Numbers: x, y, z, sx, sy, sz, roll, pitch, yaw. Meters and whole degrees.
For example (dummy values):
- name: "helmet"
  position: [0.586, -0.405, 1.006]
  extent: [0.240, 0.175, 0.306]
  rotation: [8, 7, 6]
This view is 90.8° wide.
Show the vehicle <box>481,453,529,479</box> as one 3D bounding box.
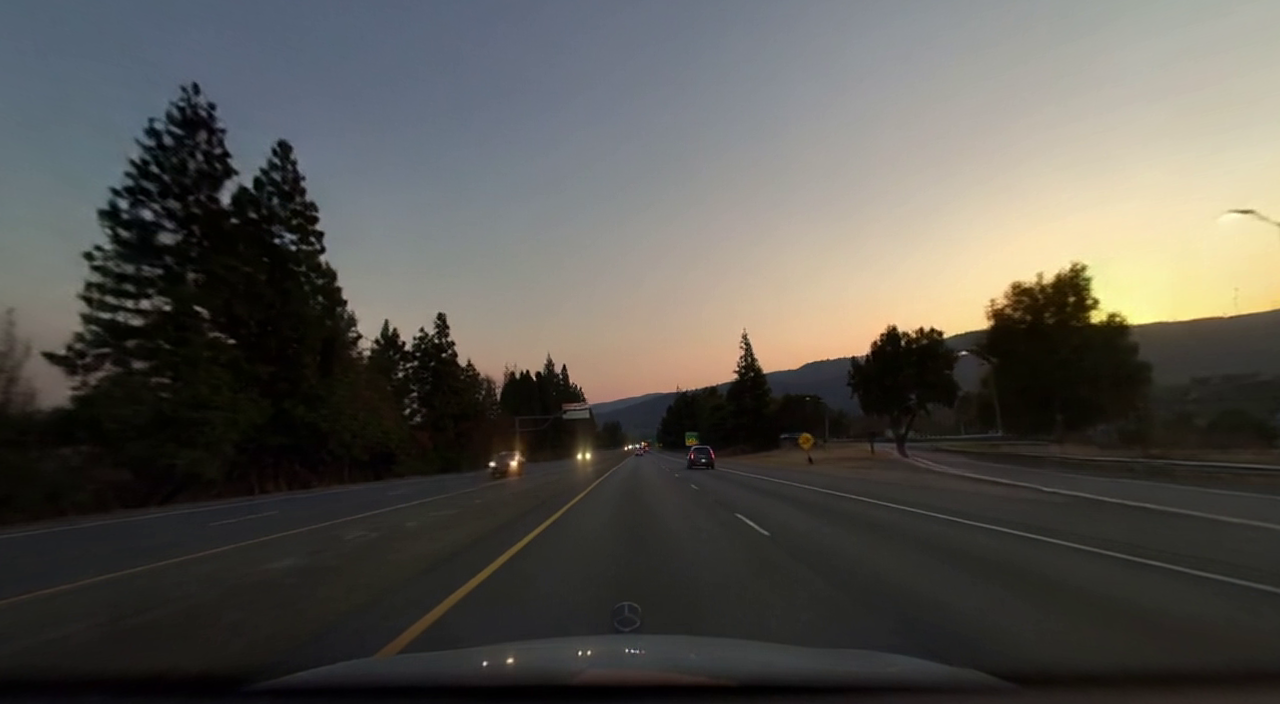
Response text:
- name: "vehicle"
  position: [-8.623, 7.297, 40.614]
  extent: [2.067, 1.551, 4.326]
  rotation: [0, -9, 1]

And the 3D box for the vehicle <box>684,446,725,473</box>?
- name: "vehicle"
  position: [3.934, 6.634, 39.135]
  extent: [2.013, 1.584, 3.995]
  rotation: [0, -9, -1]
